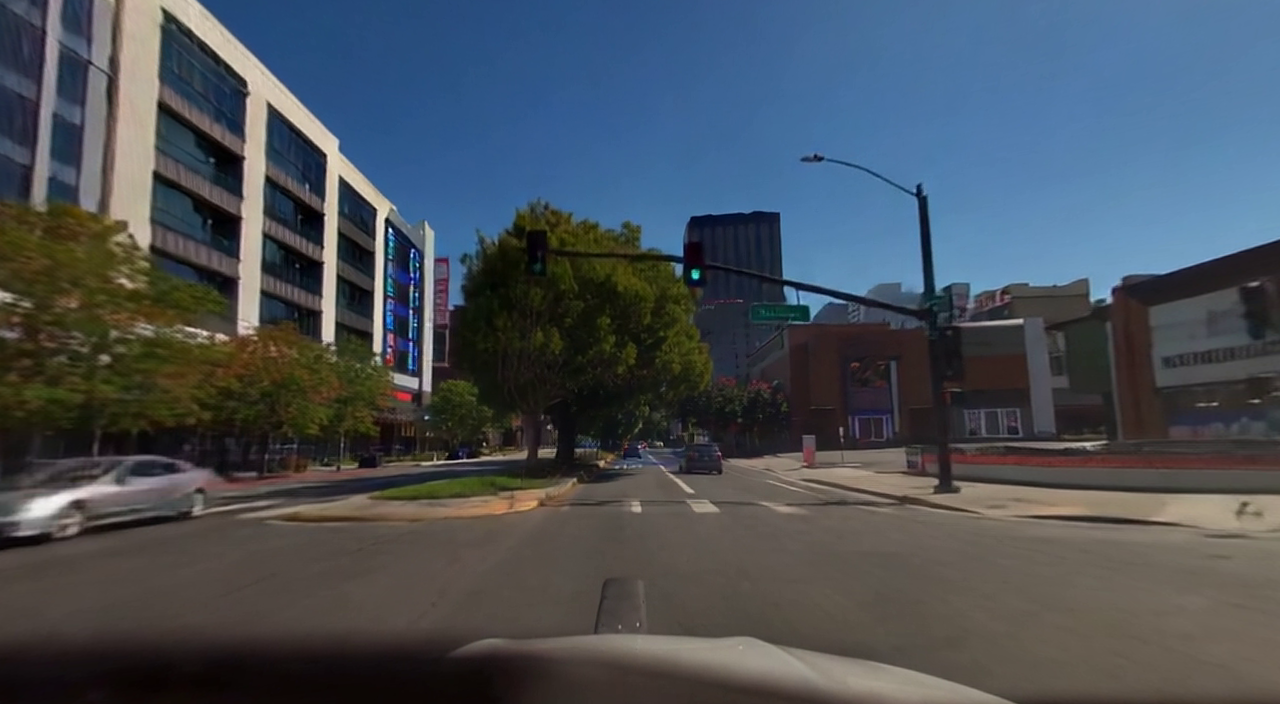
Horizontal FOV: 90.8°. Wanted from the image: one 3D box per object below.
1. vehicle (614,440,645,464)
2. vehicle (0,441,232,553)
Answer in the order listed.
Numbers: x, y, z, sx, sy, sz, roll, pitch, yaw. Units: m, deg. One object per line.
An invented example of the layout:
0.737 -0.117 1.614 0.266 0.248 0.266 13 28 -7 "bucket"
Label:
-0.737 6.737 42.559 2.045 1.510 3.690 0 -8 -2 "vehicle"
-8.998 2.210 10.402 1.777 1.438 4.190 0 -8 0 "vehicle"
